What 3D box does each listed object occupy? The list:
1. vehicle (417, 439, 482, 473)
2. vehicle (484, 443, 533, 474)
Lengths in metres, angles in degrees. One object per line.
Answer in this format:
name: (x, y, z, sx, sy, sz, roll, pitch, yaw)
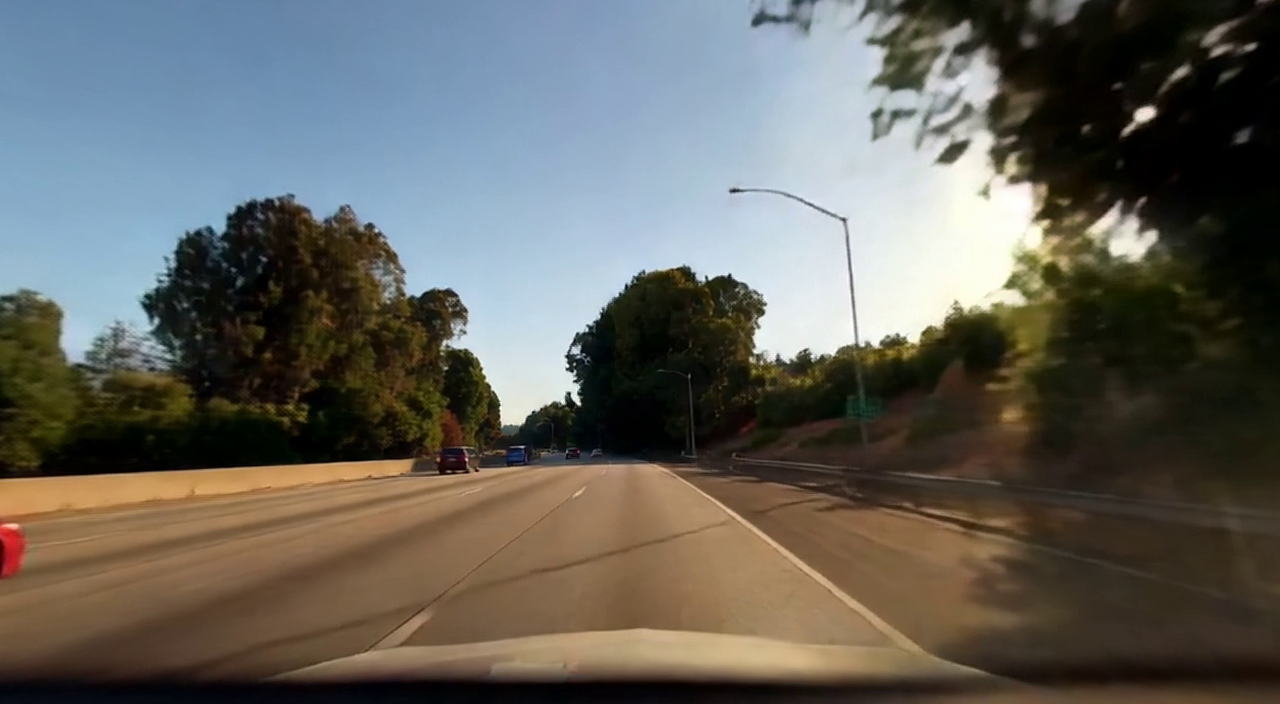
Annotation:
vehicle: (-11.749, 6.481, 39.330, 2.425, 1.926, 5.584, 0, -9, -1)
vehicle: (-7.618, 6.201, 36.874, 2.060, 1.680, 4.255, 0, -9, -1)
